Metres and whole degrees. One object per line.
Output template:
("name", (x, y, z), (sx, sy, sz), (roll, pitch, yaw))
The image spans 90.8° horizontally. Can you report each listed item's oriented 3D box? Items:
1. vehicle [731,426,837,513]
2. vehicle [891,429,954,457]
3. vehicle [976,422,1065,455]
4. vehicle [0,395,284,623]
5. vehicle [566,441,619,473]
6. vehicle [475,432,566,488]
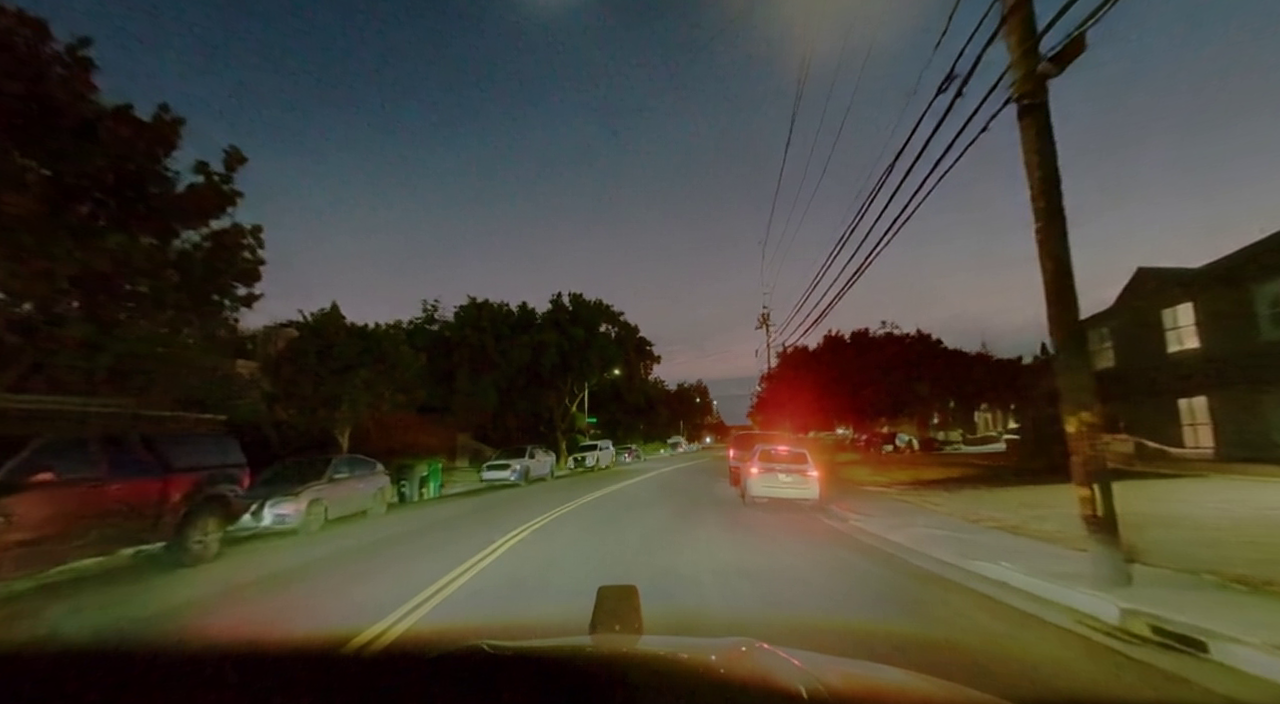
("vehicle", (3.420, 2.874, 16.004), (2.032, 1.810, 5.047), (-1, -9, 6))
("vehicle", (17.547, 5.686, 39.409), (2.079, 1.675, 3.855), (0, -9, -1))
("vehicle", (22.799, 5.272, 38.124), (2.253, 1.805, 4.842), (1, -9, -1))
("vehicle", (-7.130, 1.803, 7.604), (2.250, 2.081, 6.553), (-3, -9, -3))
("vehicle", (-2.889, 6.585, 39.942), (2.192, 1.873, 4.985), (-1, -9, 9))
("vehicle", (-5.063, 4.725, 27.575), (2.353, 2.037, 5.358), (-5, -11, 6))
